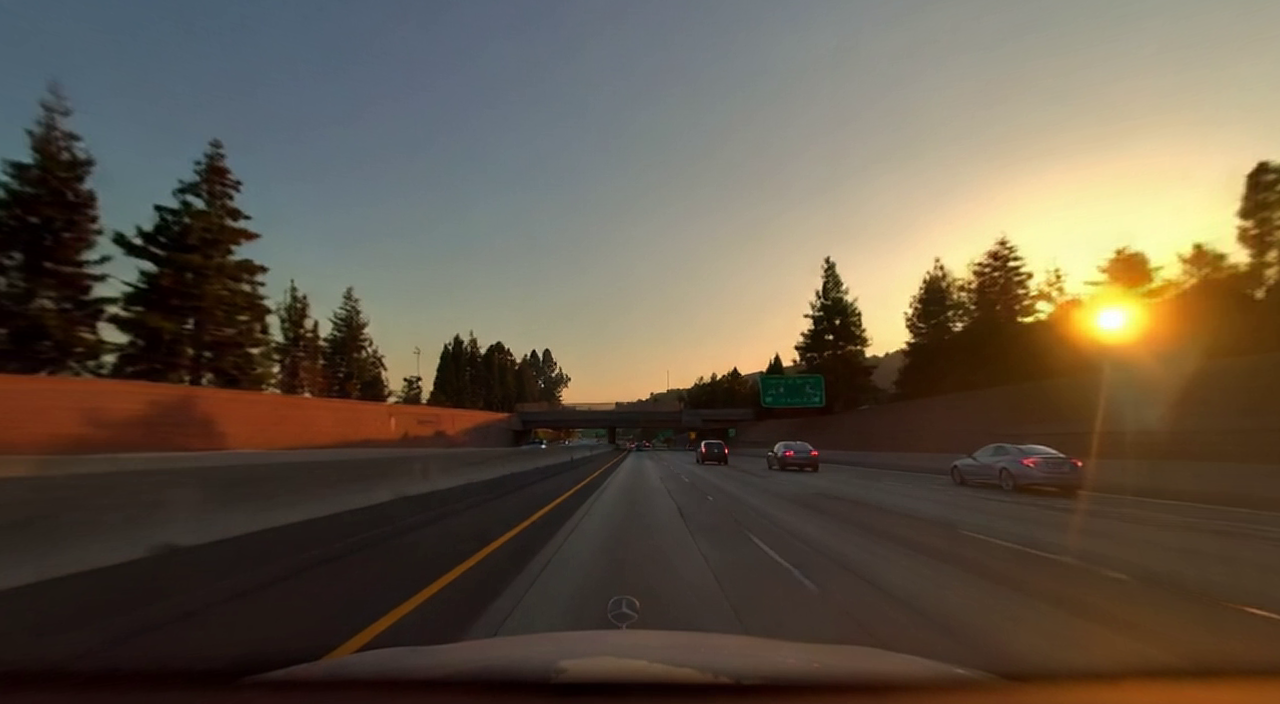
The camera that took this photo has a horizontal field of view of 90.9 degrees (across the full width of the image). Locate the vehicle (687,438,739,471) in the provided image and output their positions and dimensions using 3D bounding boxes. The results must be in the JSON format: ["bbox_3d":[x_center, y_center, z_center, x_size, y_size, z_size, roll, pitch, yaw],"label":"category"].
[{"bbox_3d":[3.909,5.590,34.541,2.326,1.644,4.206,0,-9,0],"label":"vehicle"}]

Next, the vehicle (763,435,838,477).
[{"bbox_3d":[7.227,4.744,28.944,2.178,1.749,4.570,0,-9,-1],"label":"vehicle"}]

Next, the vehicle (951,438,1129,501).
[{"bbox_3d":[10.740,3.170,17.431,1.970,1.479,4.480,0,-9,0],"label":"vehicle"}]
